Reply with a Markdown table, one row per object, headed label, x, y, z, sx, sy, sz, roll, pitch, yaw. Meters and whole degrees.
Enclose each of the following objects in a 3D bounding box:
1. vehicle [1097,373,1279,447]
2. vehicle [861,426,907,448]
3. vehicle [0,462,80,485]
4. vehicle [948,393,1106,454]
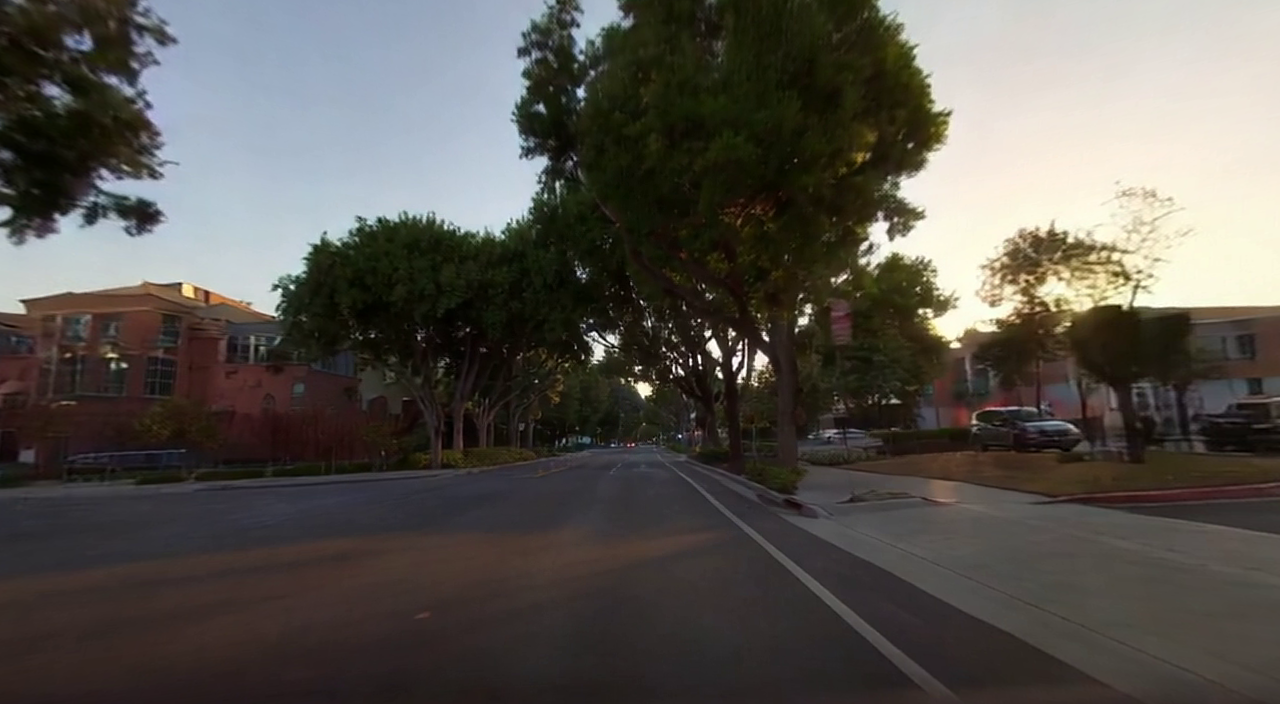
| label | x | y | z | sx | sy | sz | roll | pitch | yaw |
| --- | --- | --- | --- | --- | --- | --- | --- | --- | --- |
| vehicle | 16.807 | 1.869 | 19.237 | 2.027 | 1.910 | 4.824 | -3 | -8 | 1 |
| vehicle | 17.545 | 6.124 | 45.223 | 1.824 | 1.499 | 3.812 | -7 | -11 | 39 |
| vehicle | -46.027 | 9.296 | 48.421 | 1.839 | 1.599 | 4.540 | 0 | -8 | -1 |
| vehicle | 11.641 | 2.279 | 19.498 | 2.036 | 1.636 | 4.995 | 0 | -8 | 5 |
